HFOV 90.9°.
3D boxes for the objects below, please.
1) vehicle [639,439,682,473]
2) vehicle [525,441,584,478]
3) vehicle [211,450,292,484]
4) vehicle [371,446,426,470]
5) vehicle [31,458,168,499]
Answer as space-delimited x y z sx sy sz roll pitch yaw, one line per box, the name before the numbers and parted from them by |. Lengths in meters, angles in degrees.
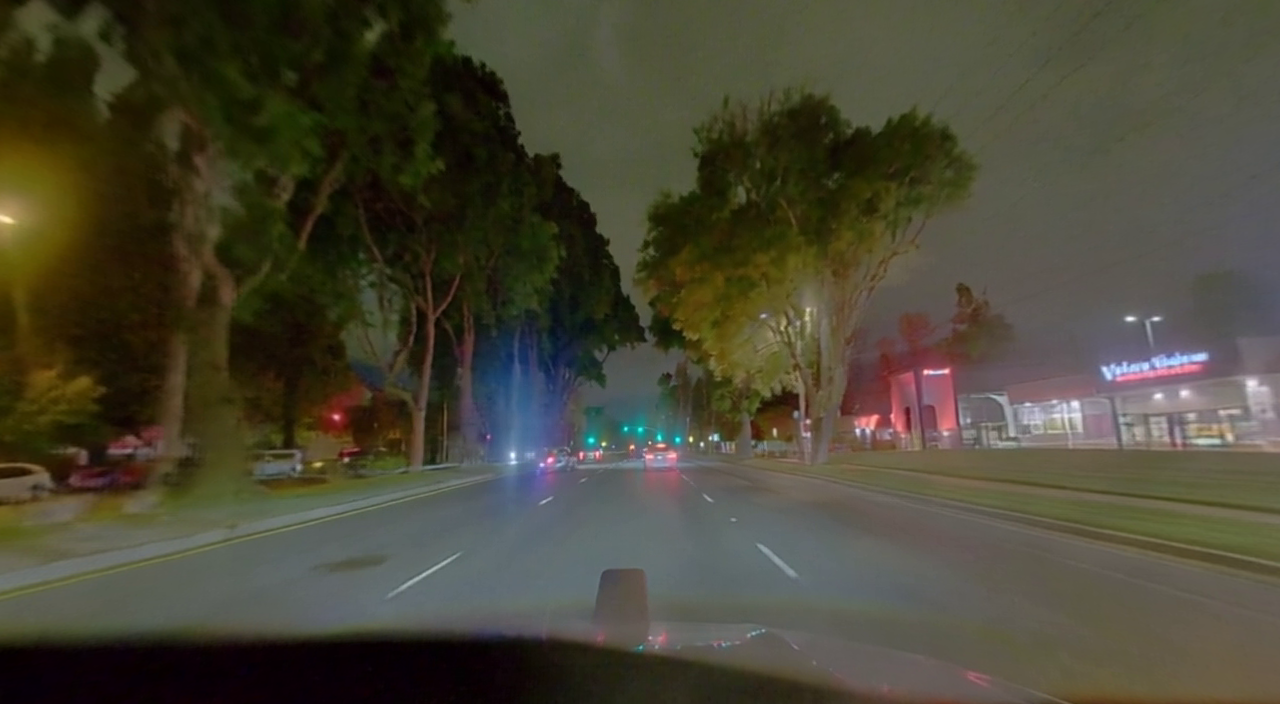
vehicle | 0.959 5.144 31.473 1.922 1.579 3.642 0 -8 -1
vehicle | -3.708 4.737 28.136 1.908 1.481 4.536 0 -8 1
vehicle | -22.797 6.735 37.231 1.887 1.801 4.587 0 -8 -1
vehicle | -18.470 8.103 48.501 2.021 1.732 5.410 0 -8 1
vehicle | -22.950 5.360 27.039 1.905 1.483 4.479 0 -8 0
